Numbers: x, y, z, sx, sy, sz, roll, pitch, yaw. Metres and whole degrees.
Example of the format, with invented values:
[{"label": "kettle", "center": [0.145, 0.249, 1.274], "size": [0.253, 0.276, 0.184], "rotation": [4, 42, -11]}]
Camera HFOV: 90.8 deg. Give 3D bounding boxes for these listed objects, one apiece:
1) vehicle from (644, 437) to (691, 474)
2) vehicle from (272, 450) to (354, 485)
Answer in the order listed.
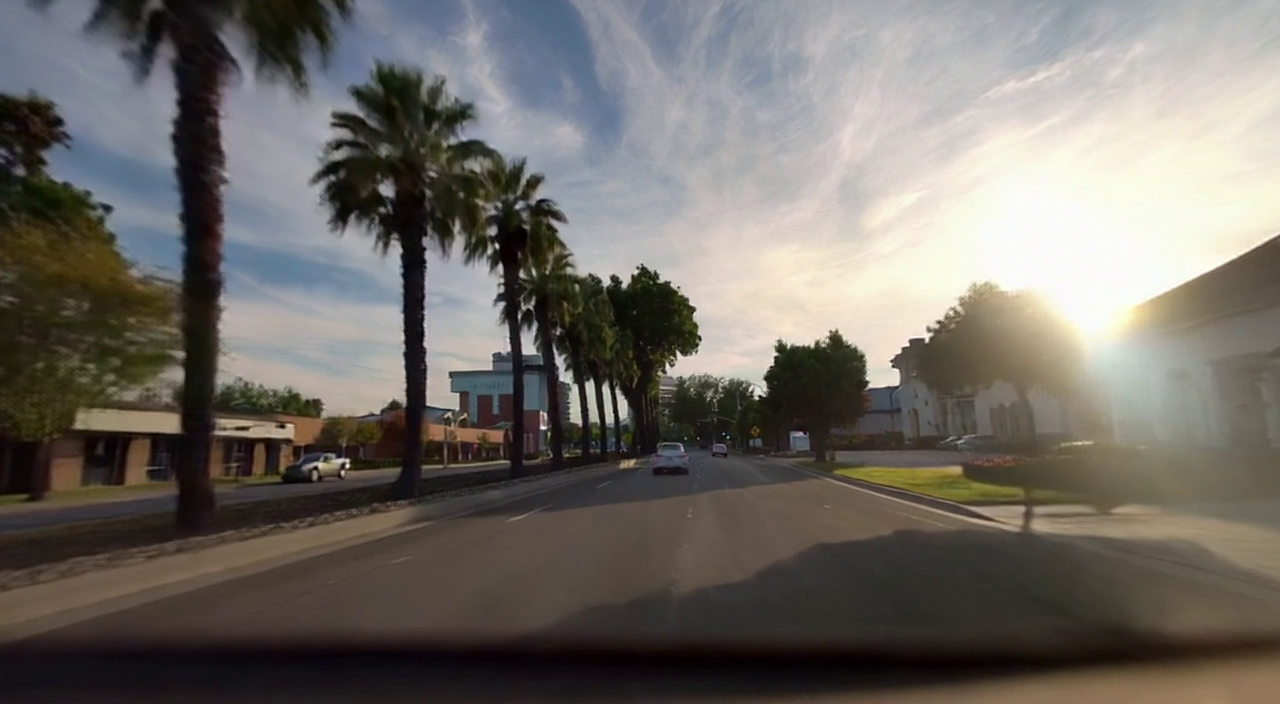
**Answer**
[{"label": "vehicle", "center": [1.509, 5.325, 32.754], "size": [2.147, 1.745, 4.648], "rotation": [0, -8, 6]}, {"label": "vehicle", "center": [-20.287, 7.146, 39.486], "size": [2.294, 1.935, 4.783], "rotation": [0, -8, 5]}]
